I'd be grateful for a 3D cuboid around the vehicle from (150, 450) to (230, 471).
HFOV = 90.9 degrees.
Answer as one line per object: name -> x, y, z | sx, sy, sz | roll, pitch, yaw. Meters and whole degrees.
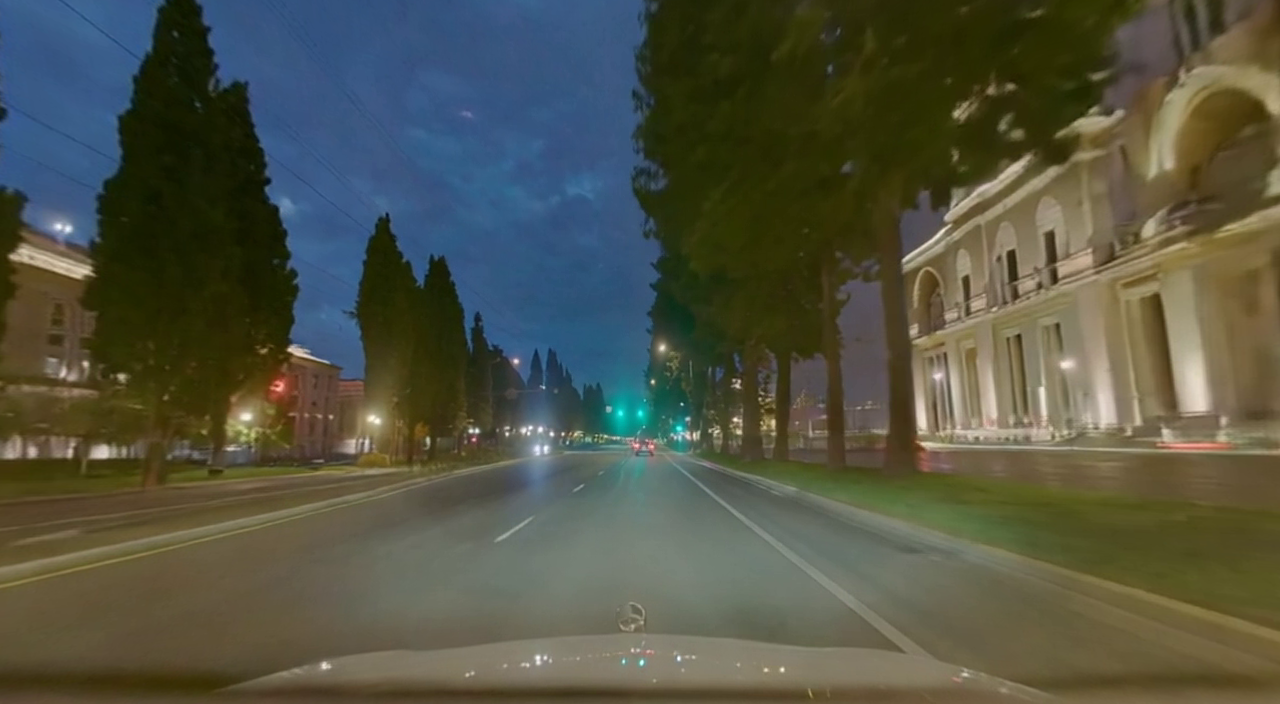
vehicle -> -32.435, 7.801, 45.461 | 4.397, 1.454, 1.803 | 0, -9, 3
